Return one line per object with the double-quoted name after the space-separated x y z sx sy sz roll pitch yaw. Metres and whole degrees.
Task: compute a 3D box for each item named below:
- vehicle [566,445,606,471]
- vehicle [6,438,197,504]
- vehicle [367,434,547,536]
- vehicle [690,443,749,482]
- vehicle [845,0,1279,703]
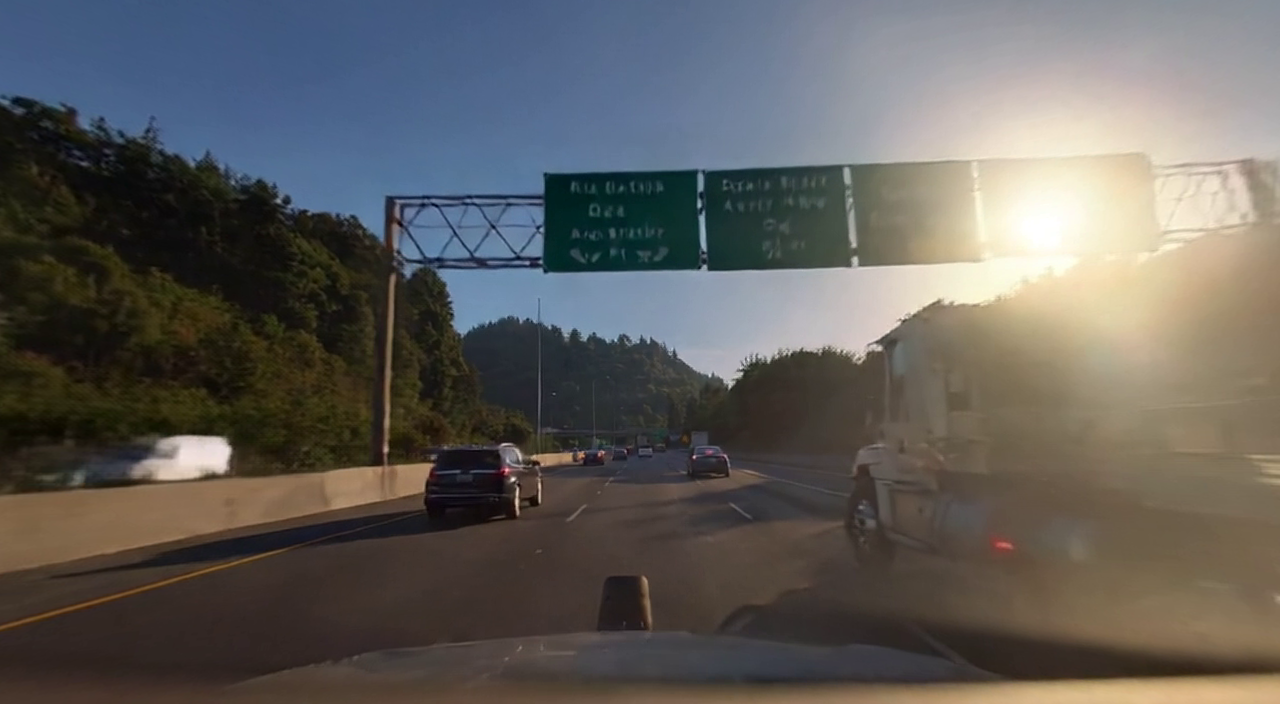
-3.405 6.760 40.465 2.099 1.494 4.504 -1 -8 1 "vehicle"
-19.619 4.317 23.466 2.324 2.129 5.351 -1 -8 1 "vehicle"
-3.267 2.471 12.515 1.974 1.589 5.047 -1 -8 1 "vehicle"
3.235 4.573 26.515 2.040 1.461 4.822 -1 -8 2 "vehicle"
3.955 -0.280 2.015 2.985 3.895 11.239 -1 -8 1 "vehicle"
